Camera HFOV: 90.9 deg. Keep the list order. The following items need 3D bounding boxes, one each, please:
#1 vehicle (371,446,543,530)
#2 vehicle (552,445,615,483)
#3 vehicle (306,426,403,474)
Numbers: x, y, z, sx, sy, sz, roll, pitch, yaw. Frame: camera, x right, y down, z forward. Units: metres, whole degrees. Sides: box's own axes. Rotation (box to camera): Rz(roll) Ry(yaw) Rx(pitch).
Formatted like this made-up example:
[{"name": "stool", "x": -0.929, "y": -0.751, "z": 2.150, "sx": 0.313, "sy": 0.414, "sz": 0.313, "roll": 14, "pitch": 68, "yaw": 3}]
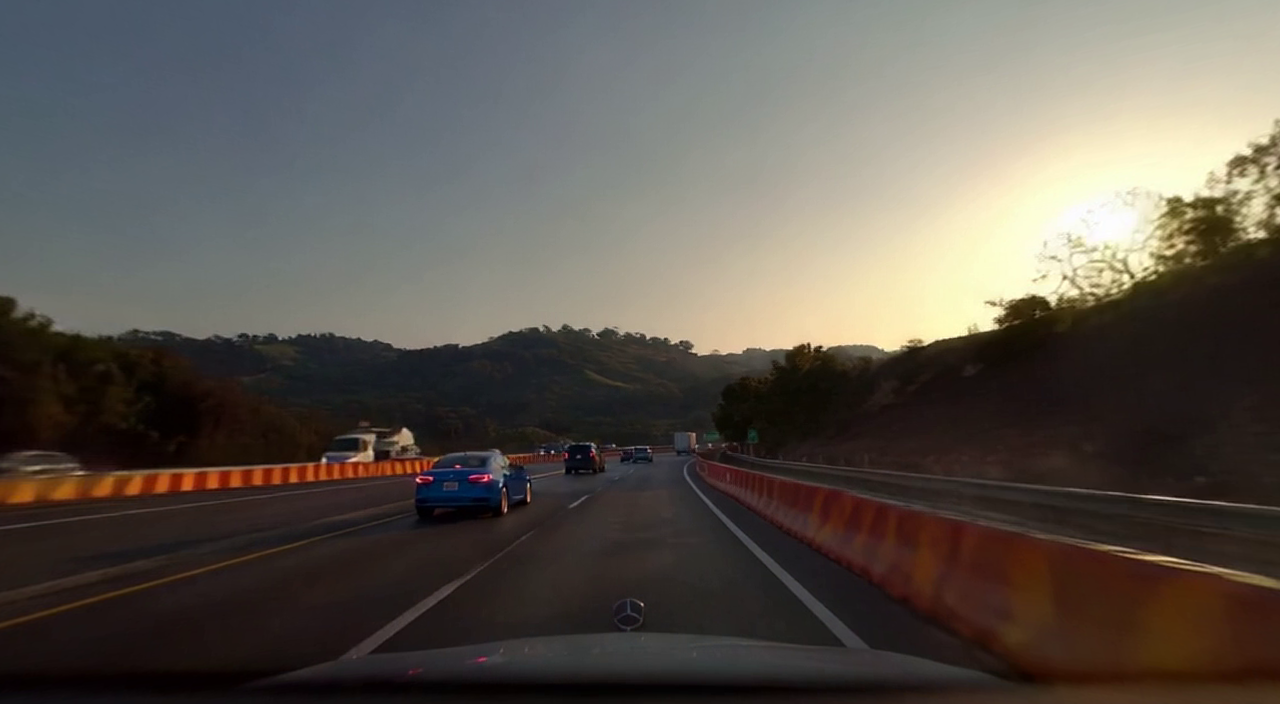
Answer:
[{"name": "vehicle", "x": -3.265, "y": 2.503, "z": 12.179, "sx": 2.061, "sy": 1.330, "sz": 3.928, "roll": 0, "pitch": -9, "yaw": 1}, {"name": "vehicle", "x": -2.304, "y": 4.730, "z": 26.931, "sx": 2.094, "sy": 1.480, "sz": 4.124, "roll": -1, "pitch": -9, "yaw": 3}, {"name": "vehicle", "x": -16.360, "y": 5.710, "z": 36.625, "sx": 2.367, "sy": 2.544, "sz": 6.211, "roll": -1, "pitch": -9, "yaw": 4}]
